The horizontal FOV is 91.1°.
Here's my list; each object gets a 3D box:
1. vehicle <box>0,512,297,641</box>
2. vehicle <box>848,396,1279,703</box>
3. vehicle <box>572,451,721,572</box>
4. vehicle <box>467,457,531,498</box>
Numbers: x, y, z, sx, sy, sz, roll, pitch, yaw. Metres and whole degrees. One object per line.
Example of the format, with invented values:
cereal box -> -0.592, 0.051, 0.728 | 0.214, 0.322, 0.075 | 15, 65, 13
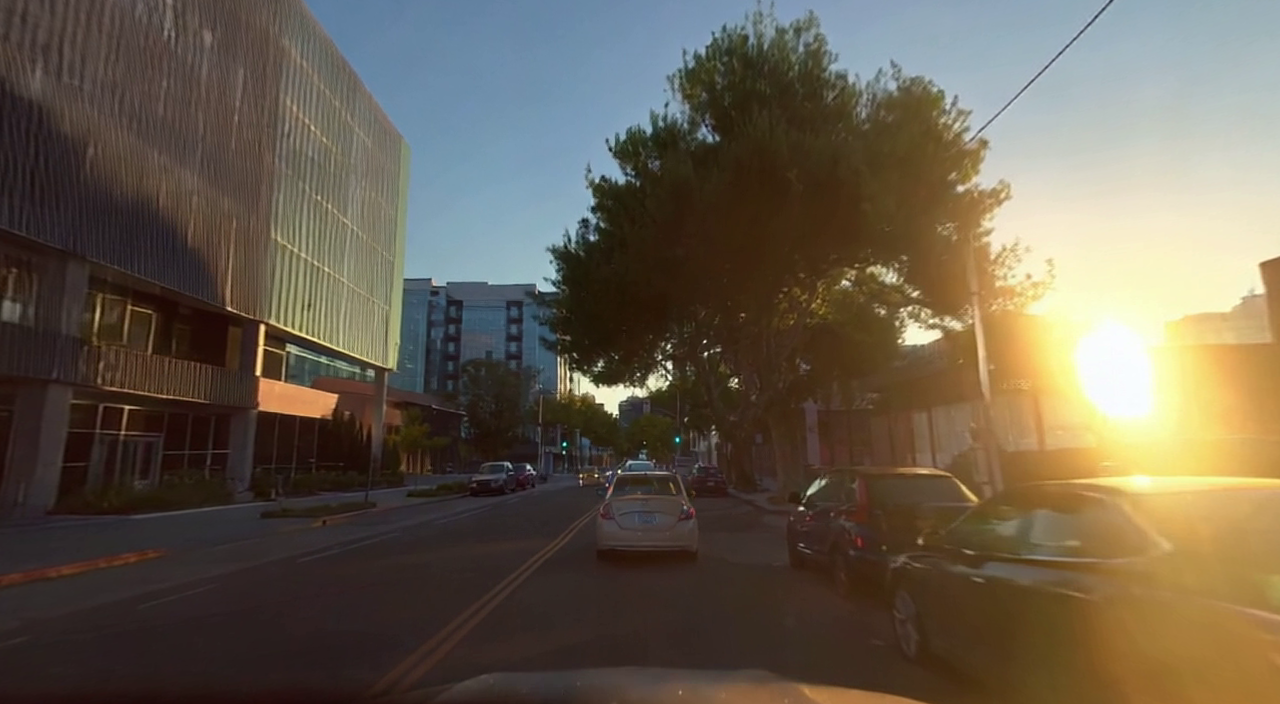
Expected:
vehicle -> -6.851, 2.636, 8.067 | 2.223, 0.774, 4.789 | 1, -11, 0
vehicle -> 2.669, 1.212, 3.219 | 1.884, 1.566, 4.018 | 1, -11, 1
vehicle -> 0.085, 2.512, 10.416 | 2.018, 1.583, 3.646 | 1, -10, 0
vehicle -> -6.587, 5.995, 29.809 | 2.024, 1.654, 4.396 | -3, -12, -1
